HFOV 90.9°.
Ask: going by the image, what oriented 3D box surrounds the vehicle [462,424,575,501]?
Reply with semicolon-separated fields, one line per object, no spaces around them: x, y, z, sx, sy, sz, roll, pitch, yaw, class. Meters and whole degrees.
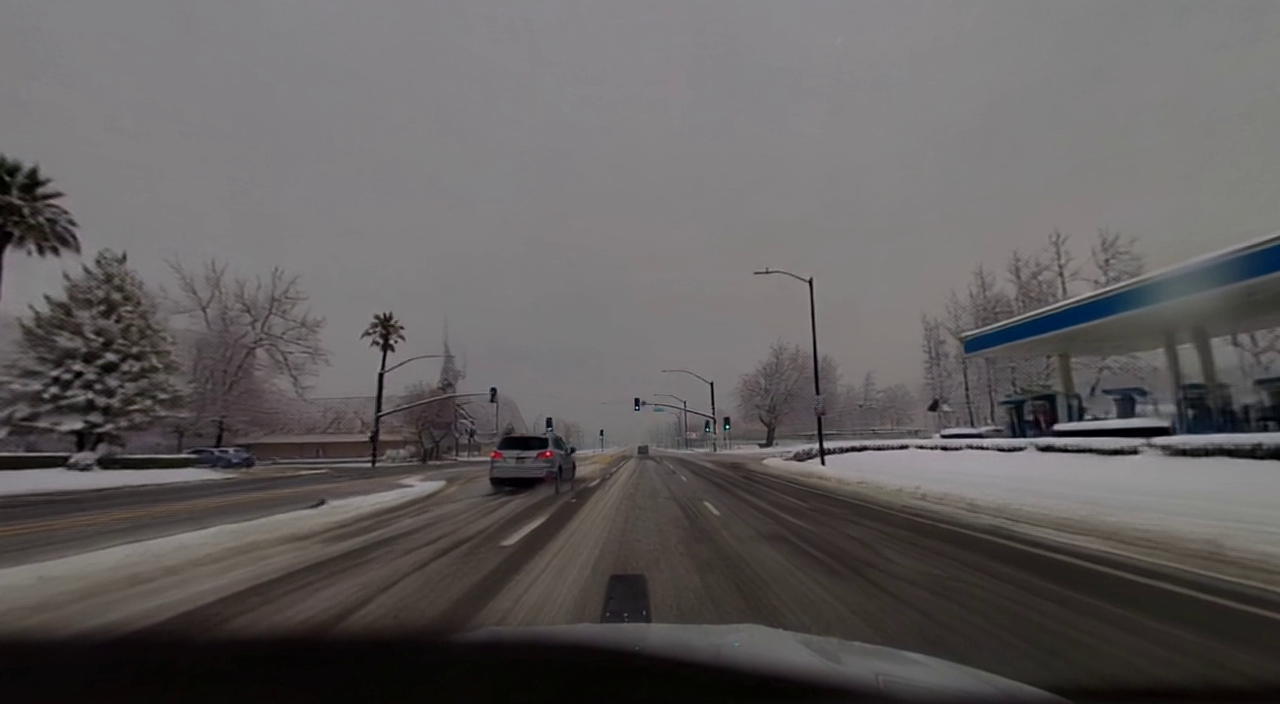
-3.050;2.898;16.900;2.011;1.756;4.478;0;-9;2;vehicle
